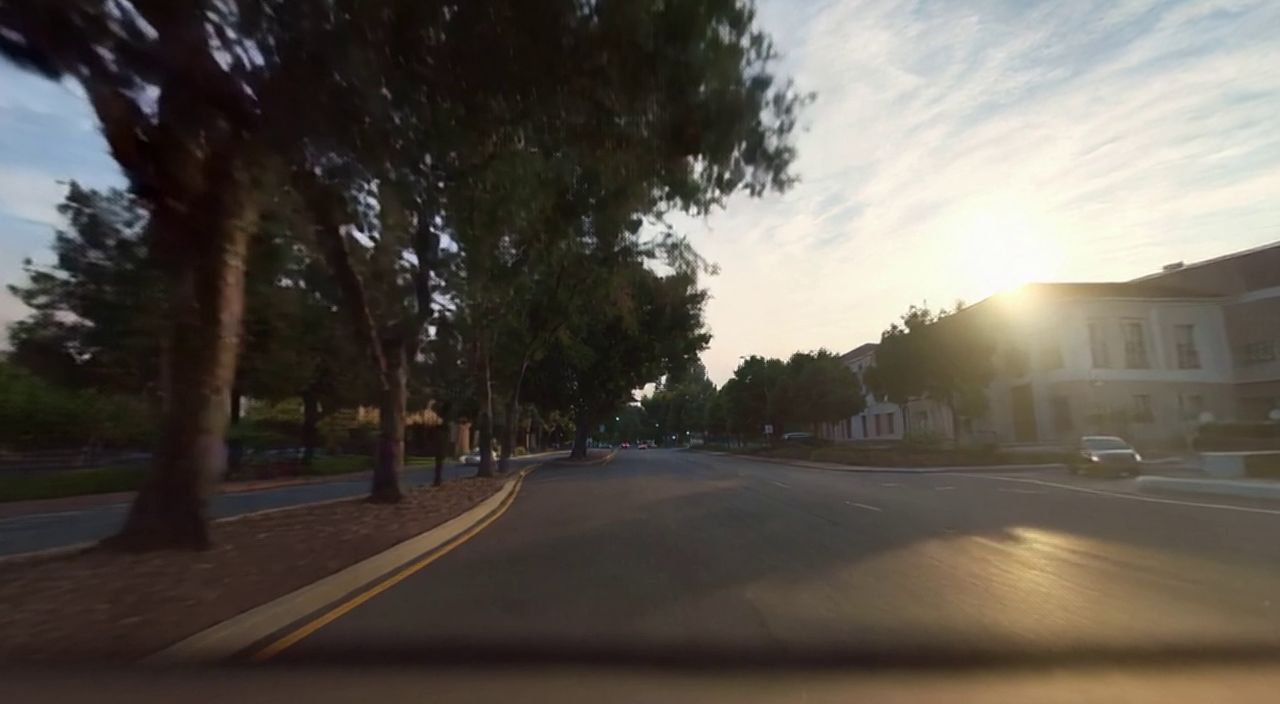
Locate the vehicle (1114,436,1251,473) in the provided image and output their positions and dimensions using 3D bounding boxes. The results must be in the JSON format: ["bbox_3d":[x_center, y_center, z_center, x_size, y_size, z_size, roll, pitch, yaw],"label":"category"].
[{"bbox_3d":[25.493,4.813,29.816,1.775,1.592,4.561,7,-11,-41],"label":"vehicle"}]

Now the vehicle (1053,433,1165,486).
[{"bbox_3d":[16.933,3.888,22.906,2.630,1.808,1.657,-1,-9,3],"label":"vehicle"}]
